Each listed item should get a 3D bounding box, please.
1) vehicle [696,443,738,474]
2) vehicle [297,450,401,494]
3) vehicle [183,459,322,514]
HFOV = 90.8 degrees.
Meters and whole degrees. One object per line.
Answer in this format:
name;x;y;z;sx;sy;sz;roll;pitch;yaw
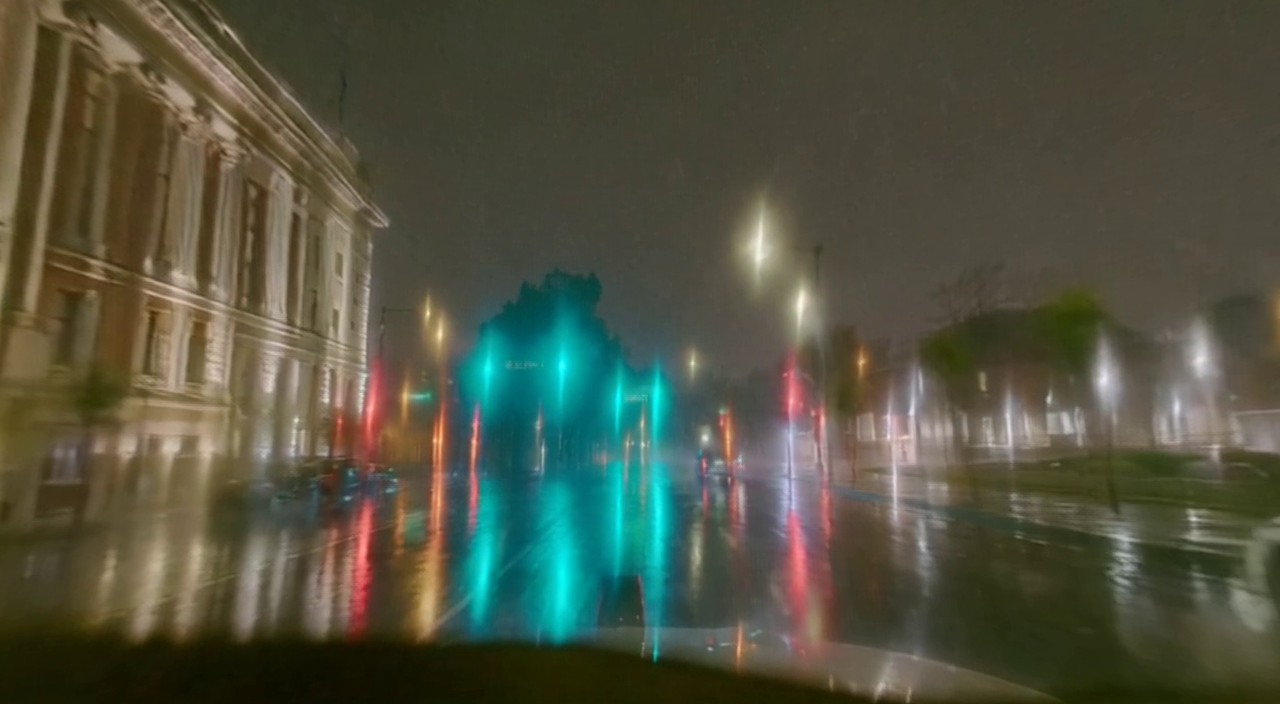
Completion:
vehicle;4.156;5.714;34.118;2.085;1.530;4.125;-1;-8;7
vehicle;-12.539;5.154;27.724;2.011;1.668;5.474;0;-8;0
vehicle;-12.415;4.298;20.626;1.767;1.455;4.389;0;-8;0
